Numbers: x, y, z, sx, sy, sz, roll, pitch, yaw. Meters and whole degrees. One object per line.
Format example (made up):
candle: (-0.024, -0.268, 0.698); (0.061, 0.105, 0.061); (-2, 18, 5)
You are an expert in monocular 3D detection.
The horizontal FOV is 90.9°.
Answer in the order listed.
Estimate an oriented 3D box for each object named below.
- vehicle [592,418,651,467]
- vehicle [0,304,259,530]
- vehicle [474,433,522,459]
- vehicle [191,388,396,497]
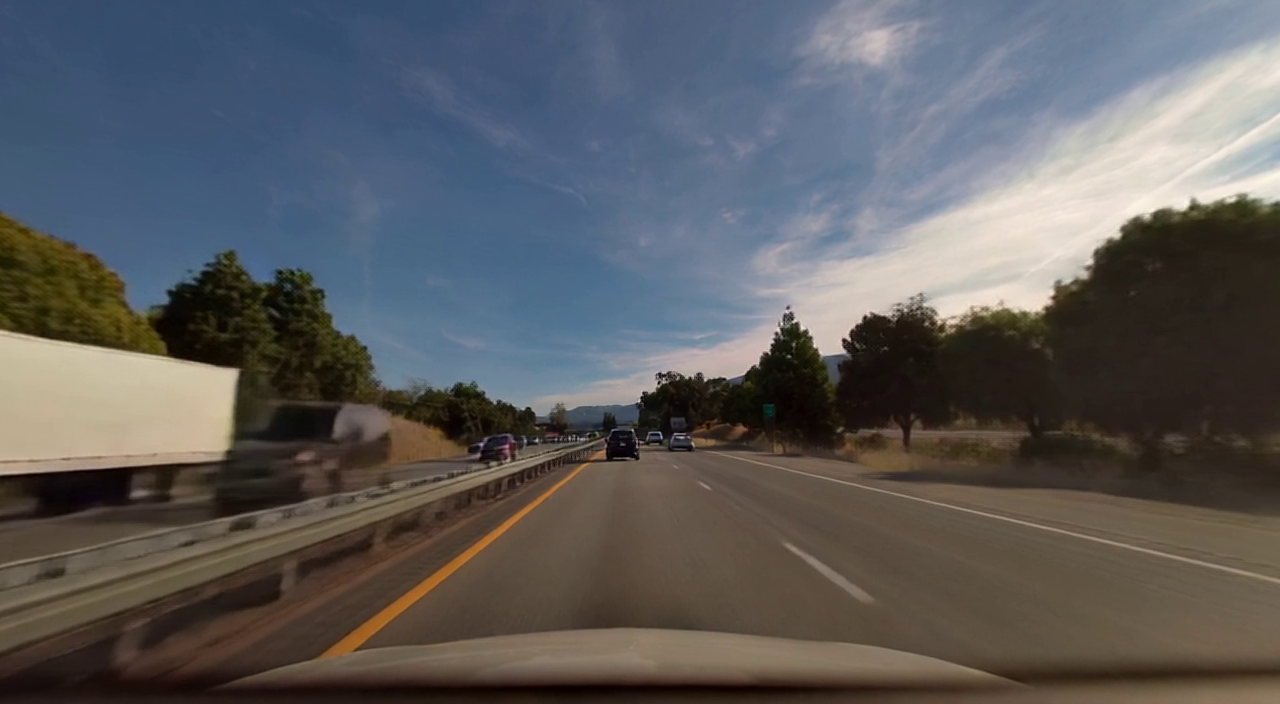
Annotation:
vehicle: (-0.852, 4.146, 29.028); (2.503, 2.044, 4.633); (0, -8, -2)
vehicle: (-13.804, 1.379, 12.990); (3.183, 4.272, 14.168); (0, -8, -1)
vehicle: (-9.834, 6.555, 44.154); (2.293, 1.670, 4.765); (0, -8, -1)
vehicle: (-9.563, 2.610, 18.364); (2.496, 2.608, 6.293); (0, -8, -2)
